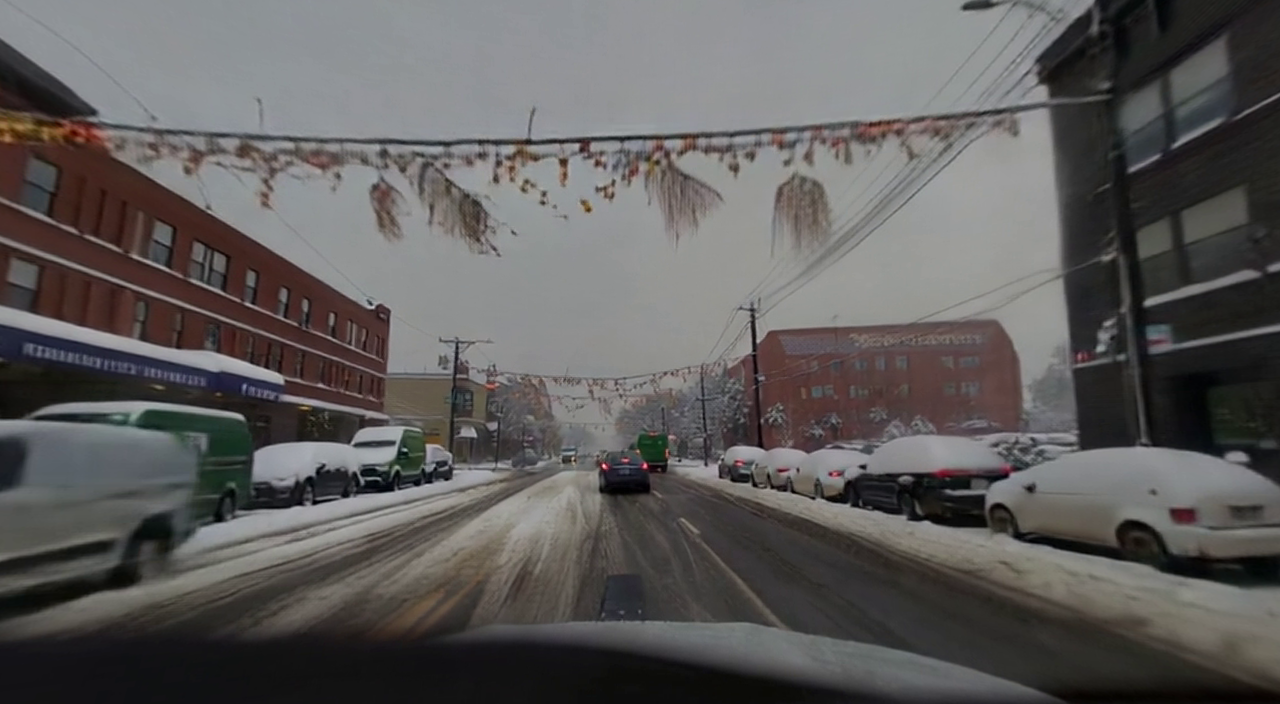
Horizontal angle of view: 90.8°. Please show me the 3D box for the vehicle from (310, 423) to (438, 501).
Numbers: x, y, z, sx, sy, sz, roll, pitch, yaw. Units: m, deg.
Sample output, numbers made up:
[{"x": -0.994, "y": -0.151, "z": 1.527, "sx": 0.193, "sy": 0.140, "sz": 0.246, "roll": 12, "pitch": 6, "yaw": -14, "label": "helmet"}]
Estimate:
[{"x": -10.348, "y": 4.319, "z": 25.299, "sx": 2.724, "sy": 2.739, "sz": 5.663, "roll": 0, "pitch": -8, "yaw": -1, "label": "vehicle"}]

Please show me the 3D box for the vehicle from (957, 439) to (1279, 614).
[{"x": 5.802, "y": 1.820, "z": 7.533, "sx": 1.943, "sy": 1.507, "sz": 3.816, "roll": 0, "pitch": -8, "yaw": -2, "label": "vehicle"}]

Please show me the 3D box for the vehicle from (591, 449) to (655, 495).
[{"x": -0.702, "y": 4.303, "z": 23.056, "sx": 2.112, "sy": 1.464, "sz": 4.411, "roll": 0, "pitch": -8, "yaw": -4, "label": "vehicle"}]

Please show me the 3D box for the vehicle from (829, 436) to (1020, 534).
[{"x": 5.677, "y": 2.665, "z": 13.363, "sx": 1.876, "sy": 1.692, "sz": 4.492, "roll": 0, "pitch": -8, "yaw": -1, "label": "vehicle"}]

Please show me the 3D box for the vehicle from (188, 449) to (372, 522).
[{"x": -10.113, "y": 3.750, "z": 18.492, "sx": 2.256, "sy": 1.722, "sz": 5.644, "roll": 0, "pitch": -8, "yaw": -3, "label": "vehicle"}]

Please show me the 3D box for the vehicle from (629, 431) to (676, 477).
[{"x": 0.862, "y": 6.287, "z": 39.293, "sx": 2.649, "sy": 2.583, "sz": 5.800, "roll": -1, "pitch": -8, "yaw": 3, "label": "vehicle"}]

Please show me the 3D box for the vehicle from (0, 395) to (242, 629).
[{"x": -6.598, "y": 1.463, "z": 6.055, "sx": 2.456, "sy": 1.935, "sz": 4.769, "roll": 0, "pitch": -8, "yaw": -1, "label": "vehicle"}]

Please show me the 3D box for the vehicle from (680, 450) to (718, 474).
[{"x": 3.989, "y": 7.512, "z": 43.391, "sx": 1.824, "sy": 1.481, "sz": 4.057, "roll": 1, "pitch": -8, "yaw": -6, "label": "vehicle"}]

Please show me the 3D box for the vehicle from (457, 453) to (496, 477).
[{"x": -11.941, "y": 8.251, "z": 46.328, "sx": 1.962, "sy": 1.529, "sz": 4.109, "roll": 1, "pitch": -8, "yaw": -3, "label": "vehicle"}]
